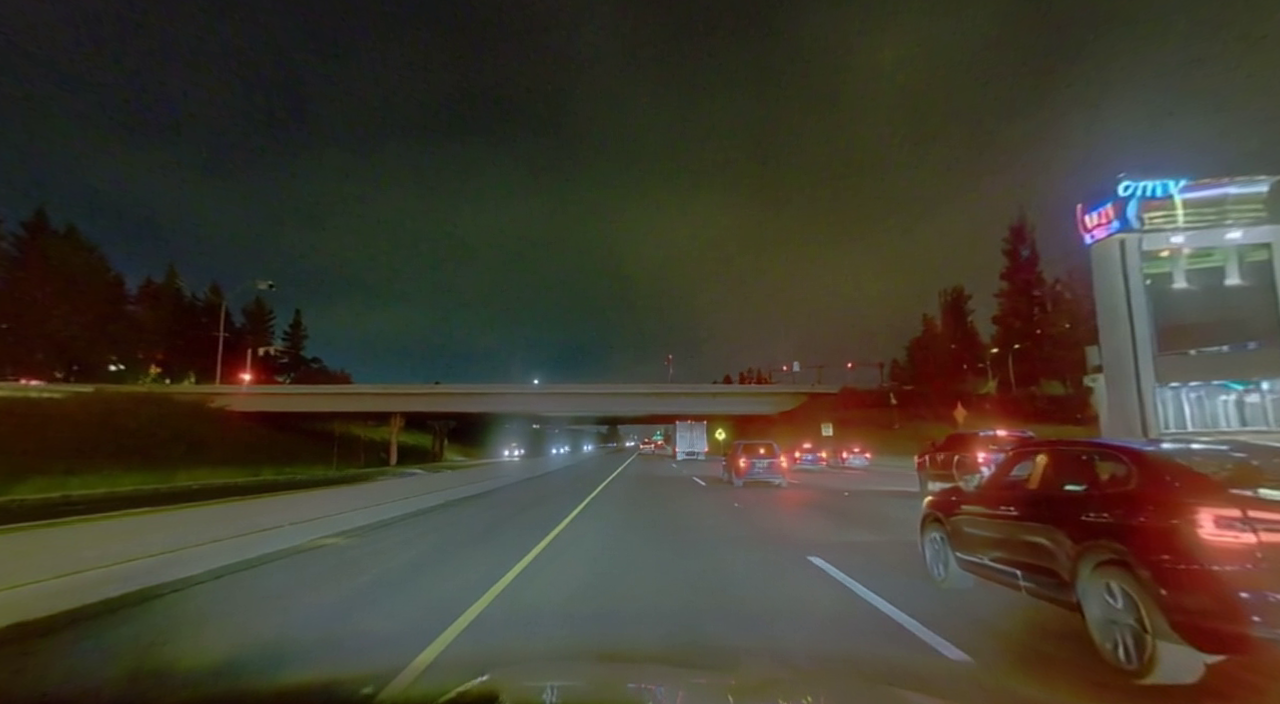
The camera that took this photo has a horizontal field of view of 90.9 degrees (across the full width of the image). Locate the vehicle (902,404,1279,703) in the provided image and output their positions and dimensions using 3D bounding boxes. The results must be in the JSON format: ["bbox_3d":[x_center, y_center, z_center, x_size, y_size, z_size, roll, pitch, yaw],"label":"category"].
[{"bbox_3d":[3.582,1.174,4.050,1.902,1.481,4.451,0,-8,0],"label":"vehicle"}]

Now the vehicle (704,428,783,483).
[{"bbox_3d":[3.795,3.904,24.036,2.086,1.858,4.737,0,-8,-1],"label":"vehicle"}]

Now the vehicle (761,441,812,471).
[{"bbox_3d":[7.642,5.429,33.217,1.828,1.472,3.805,0,-8,1],"label":"vehicle"}]
